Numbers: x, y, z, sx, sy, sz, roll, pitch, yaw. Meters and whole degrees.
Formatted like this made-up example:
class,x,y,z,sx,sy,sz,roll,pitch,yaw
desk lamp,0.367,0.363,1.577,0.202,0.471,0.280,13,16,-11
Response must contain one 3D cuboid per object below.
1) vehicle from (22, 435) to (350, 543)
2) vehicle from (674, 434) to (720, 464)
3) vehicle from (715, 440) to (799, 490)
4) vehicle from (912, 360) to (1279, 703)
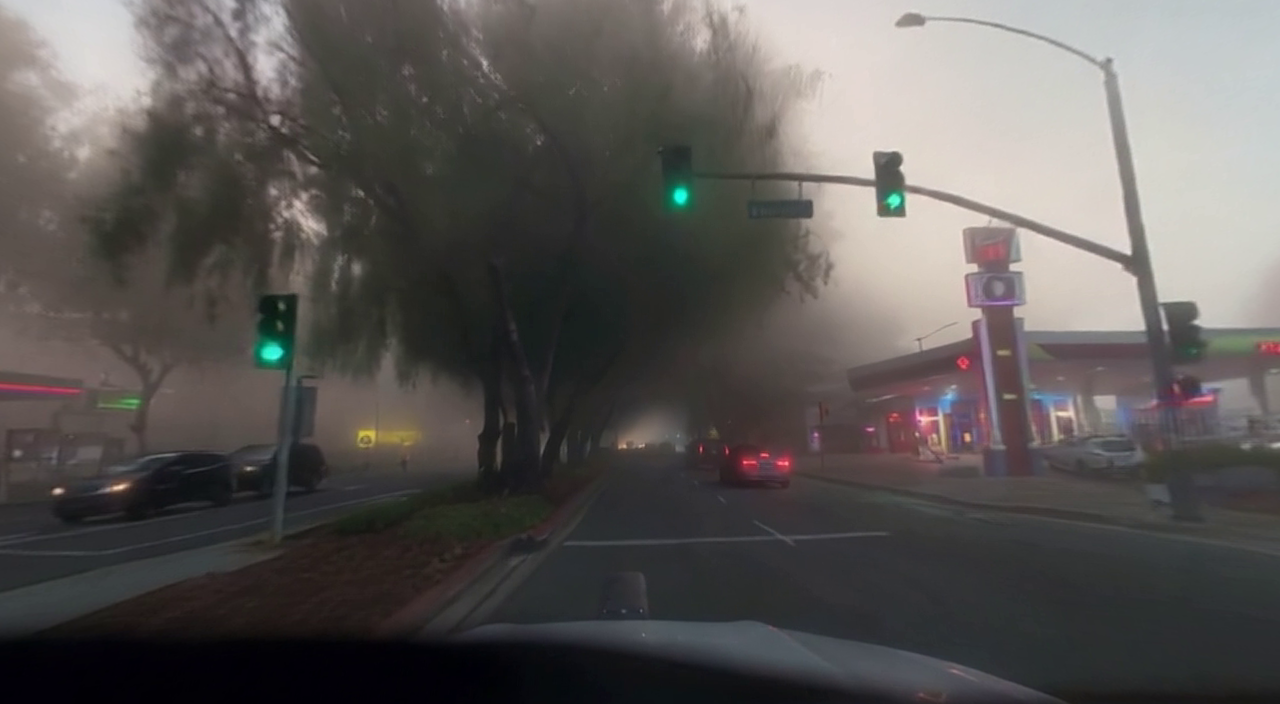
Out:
class,x,y,z,sx,sy,sz,roll,pitch,yaw
vehicle,-8.285,2.484,12.419,2.842,1.476,4.980,-3,-7,0
vehicle,3.837,6.705,43.671,2.611,1.983,5.165,0,-8,-1
vehicle,3.720,3.640,20.713,1.871,1.442,4.122,0,-8,-1
vehicle,3.814,1.061,4.089,1.875,1.665,4.931,0,-8,0
